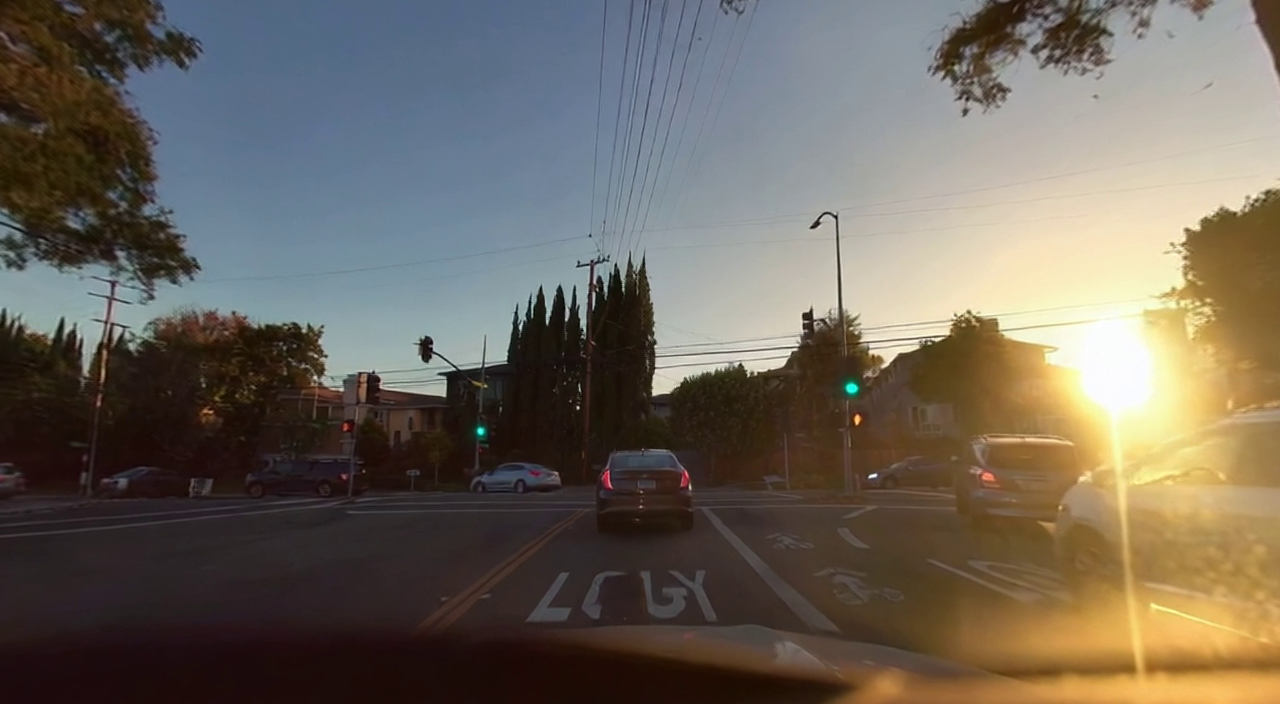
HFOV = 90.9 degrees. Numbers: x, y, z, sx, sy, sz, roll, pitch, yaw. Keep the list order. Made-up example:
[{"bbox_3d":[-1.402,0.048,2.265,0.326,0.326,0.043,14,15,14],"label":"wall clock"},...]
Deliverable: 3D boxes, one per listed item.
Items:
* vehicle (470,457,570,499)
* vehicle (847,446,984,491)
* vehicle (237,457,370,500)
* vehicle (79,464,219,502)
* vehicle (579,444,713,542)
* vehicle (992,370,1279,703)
[{"bbox_3d":[-5.091,5.225,26.444,2.063,1.492,4.343,8,-12,-43],"label":"vehicle"},{"bbox_3d":[11.022,4.677,25.536,4.600,1.722,2.074,-1,-8,6],"label":"vehicle"},{"bbox_3d":[-13.892,5.209,26.134,4.485,1.625,1.980,-1,-8,10],"label":"vehicle"},{"bbox_3d":[-21.090,5.605,27.162,4.736,1.475,1.921,-1,-8,9],"label":"vehicle"},{"bbox_3d":[0.062,2.538,12.140,2.078,1.506,4.512,0,-8,-1],"label":"vehicle"},{"bbox_3d":[4.559,1.112,3.999,2.095,1.836,4.895,-1,-8,4],"label":"vehicle"}]
